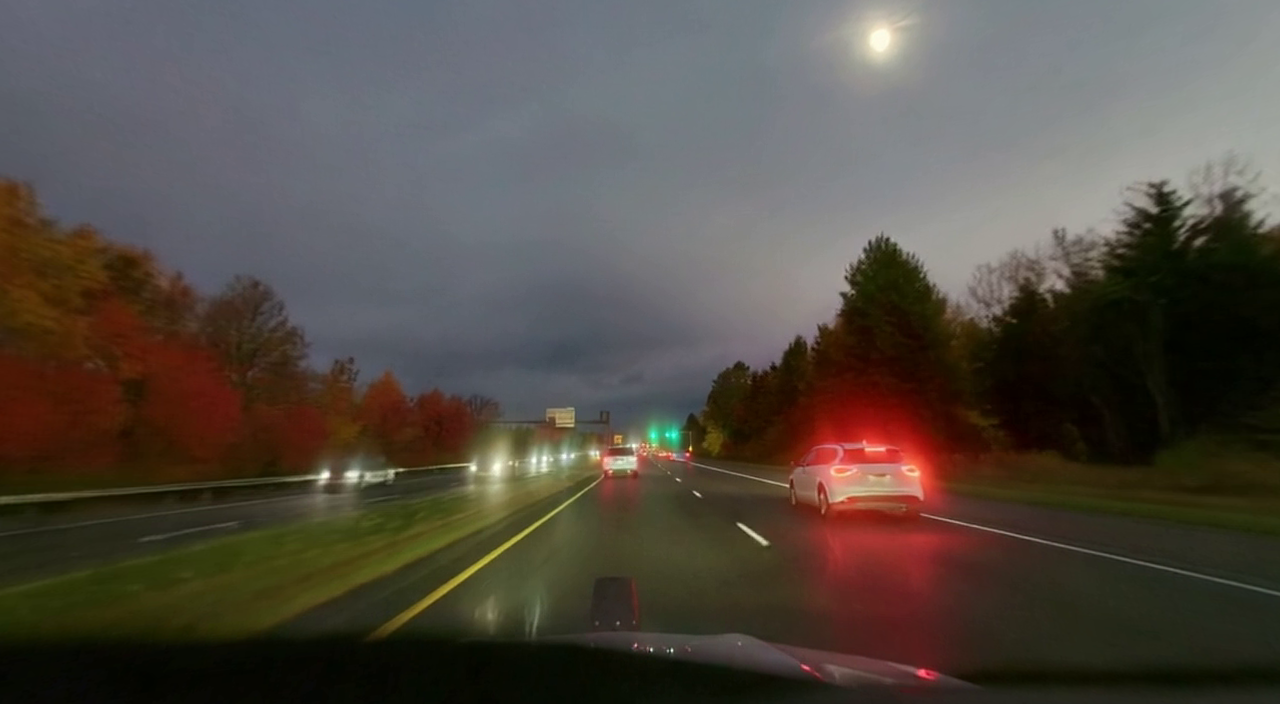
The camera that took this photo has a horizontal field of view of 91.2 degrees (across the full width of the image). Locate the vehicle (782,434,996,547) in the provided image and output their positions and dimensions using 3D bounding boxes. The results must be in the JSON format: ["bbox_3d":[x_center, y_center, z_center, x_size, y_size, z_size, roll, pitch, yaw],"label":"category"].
[{"bbox_3d":[3.911,2.235,10.817,1.843,1.505,4.339,0,-9,-1],"label":"vehicle"}]

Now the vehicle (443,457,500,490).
[{"bbox_3d":[-8.729,6.286,32.813,1.801,1.528,4.211,-1,-9,0],"label":"vehicle"}]

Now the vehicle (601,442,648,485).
[{"bbox_3d":[-0.631,4.883,27.739,1.937,1.699,3.936,0,-9,0],"label":"vehicle"}]

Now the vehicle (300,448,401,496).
[{"bbox_3d":[-13.331,5.513,29.278,2.175,1.987,5.275,-1,-9,0],"label":"vehicle"}]
